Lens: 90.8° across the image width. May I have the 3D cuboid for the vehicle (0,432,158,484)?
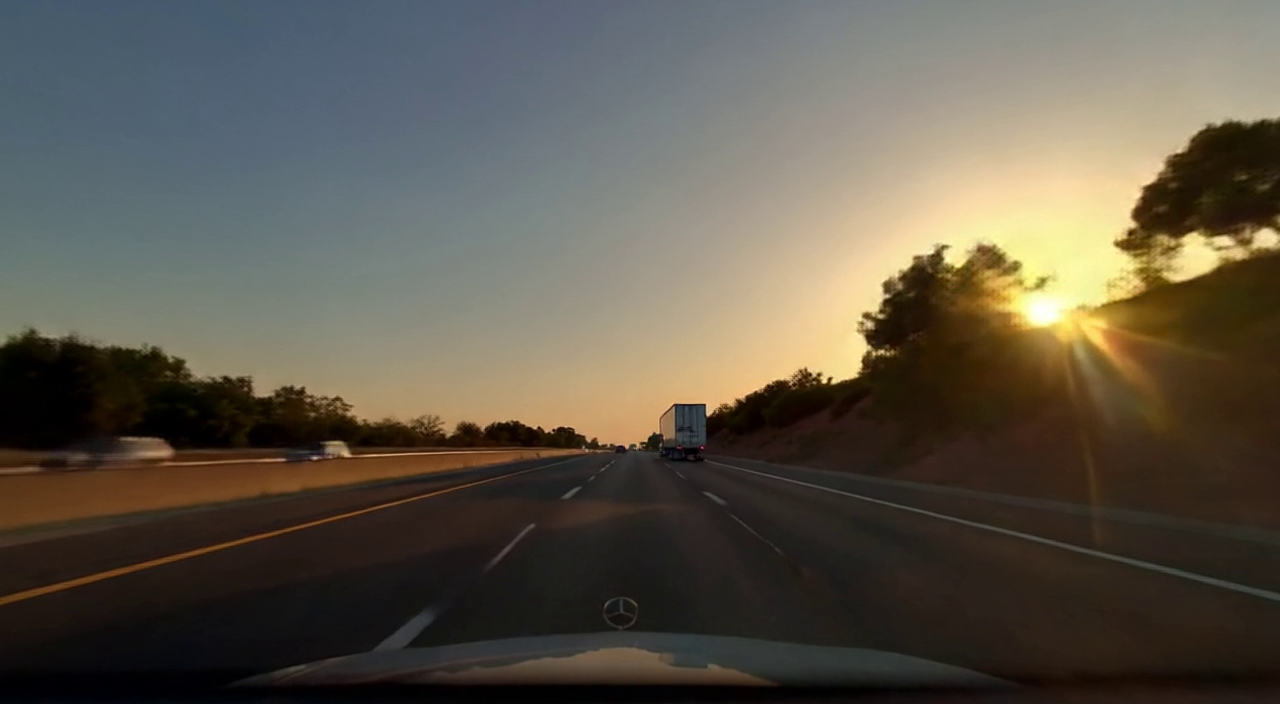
[{"bbox_3d":[-23.248,4.376,26.398,2.286,1.933,4.978,0,-9,-1],"label":"vehicle"}]

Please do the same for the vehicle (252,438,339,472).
[{"bbox_3d":[-19.355,5.792,35.795,2.143,1.756,4.940,0,-8,-1],"label":"vehicle"}]
